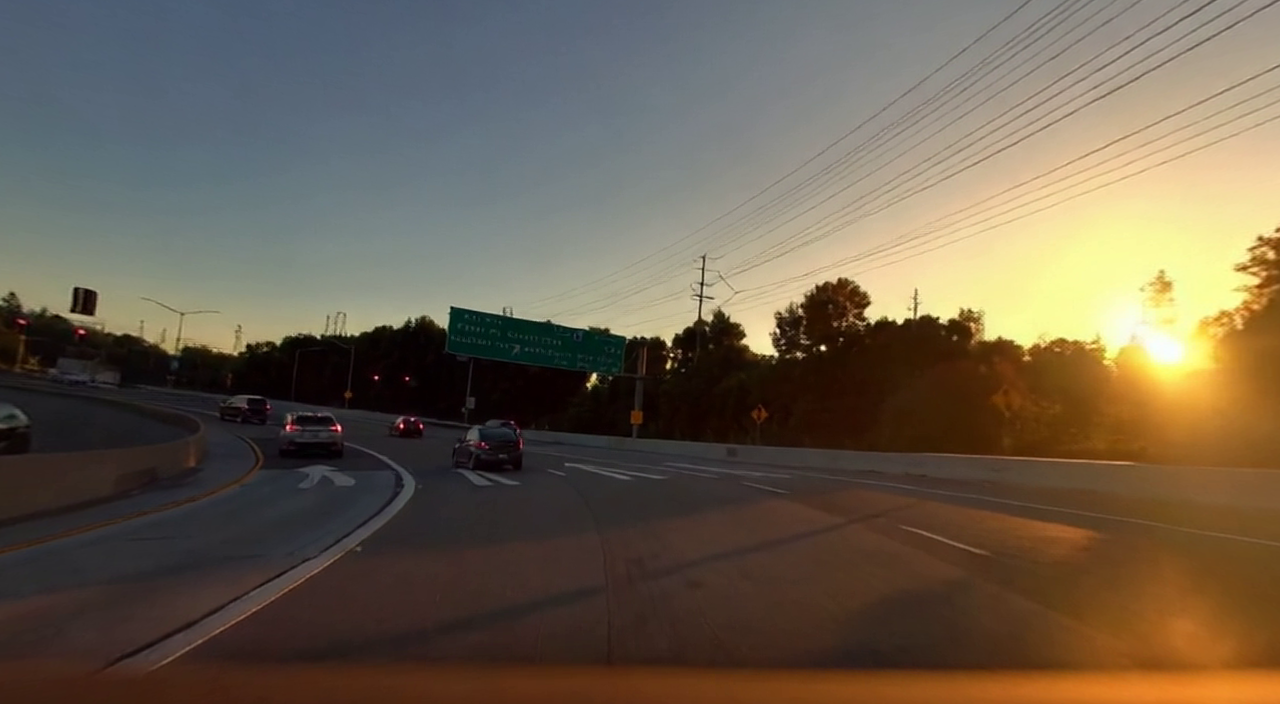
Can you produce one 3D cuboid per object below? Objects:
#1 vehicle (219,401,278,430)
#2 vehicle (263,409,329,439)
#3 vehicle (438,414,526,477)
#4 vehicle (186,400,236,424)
[{"bbox_3d":[-25.686,4.211,41.301,4.285,1.747,2.076,-8,-11,42],"label":"vehicle"},{"bbox_3d":[-19.384,4.109,35.444,2.033,1.501,4.623,8,-11,-42],"label":"vehicle"},{"bbox_3d":[-5.067,2.929,19.805,2.140,1.724,4.304,3,-9,-21],"label":"vehicle"},{"bbox_3d":[-31.252,4.401,45.878,4.459,1.486,1.763,-7,-11,40],"label":"vehicle"}]
